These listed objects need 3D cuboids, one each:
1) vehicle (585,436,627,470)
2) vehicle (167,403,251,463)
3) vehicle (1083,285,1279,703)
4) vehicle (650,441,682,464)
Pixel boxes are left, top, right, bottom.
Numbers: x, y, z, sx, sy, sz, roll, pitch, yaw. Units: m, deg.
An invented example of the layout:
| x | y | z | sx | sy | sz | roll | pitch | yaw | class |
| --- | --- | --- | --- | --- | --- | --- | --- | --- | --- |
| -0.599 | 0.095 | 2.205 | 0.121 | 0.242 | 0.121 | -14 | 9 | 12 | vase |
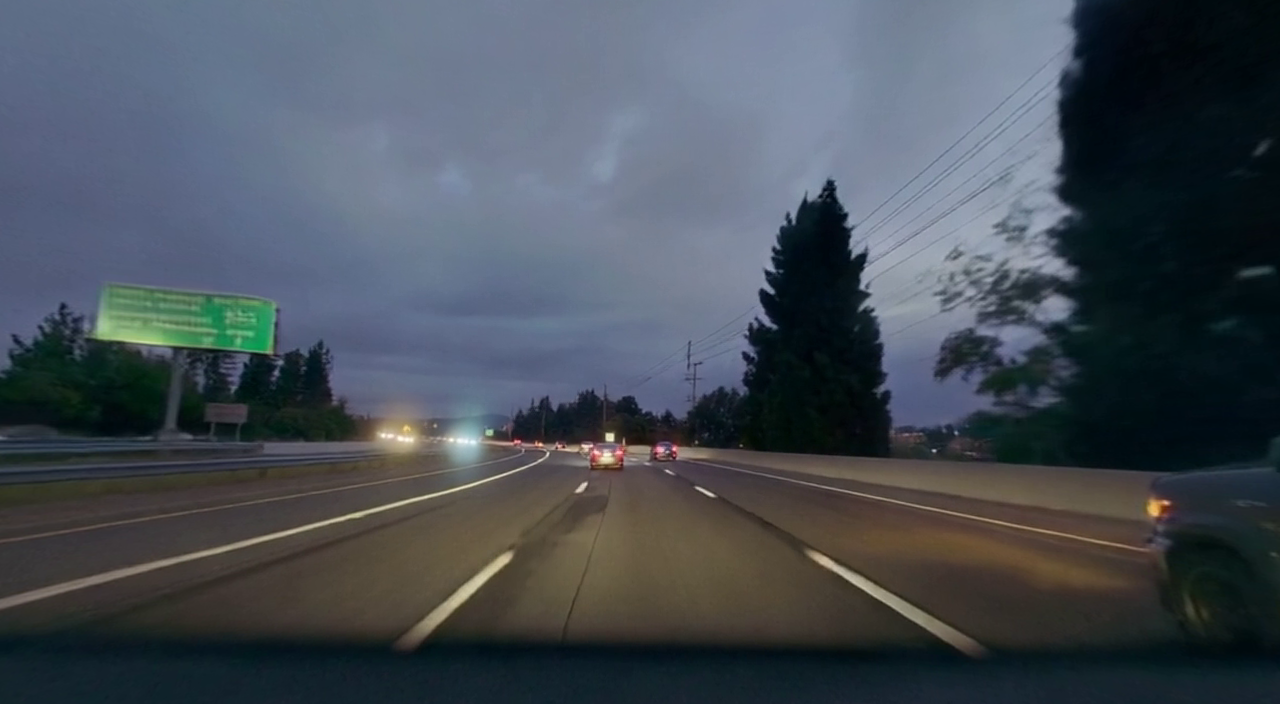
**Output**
| x | y | z | sx | sy | sz | roll | pitch | yaw | class |
| --- | --- | --- | --- | --- | --- | --- | --- | --- | --- |
| -1.902 | 5.567 | 34.976 | 2.188 | 1.714 | 3.921 | 1 | -8 | -4 | vehicle |
| -26.980 | 5.133 | 39.796 | 2.513 | 3.577 | 4.197 | 1 | -9 | -8 | vehicle |
| 4.411 | 0.443 | 1.352 | 2.504 | 2.033 | 5.979 | 0 | -8 | -1 | vehicle |
| 1.776 | 6.996 | 44.223 | 1.789 | 1.503 | 3.897 | 1 | -9 | -5 | vehicle |
